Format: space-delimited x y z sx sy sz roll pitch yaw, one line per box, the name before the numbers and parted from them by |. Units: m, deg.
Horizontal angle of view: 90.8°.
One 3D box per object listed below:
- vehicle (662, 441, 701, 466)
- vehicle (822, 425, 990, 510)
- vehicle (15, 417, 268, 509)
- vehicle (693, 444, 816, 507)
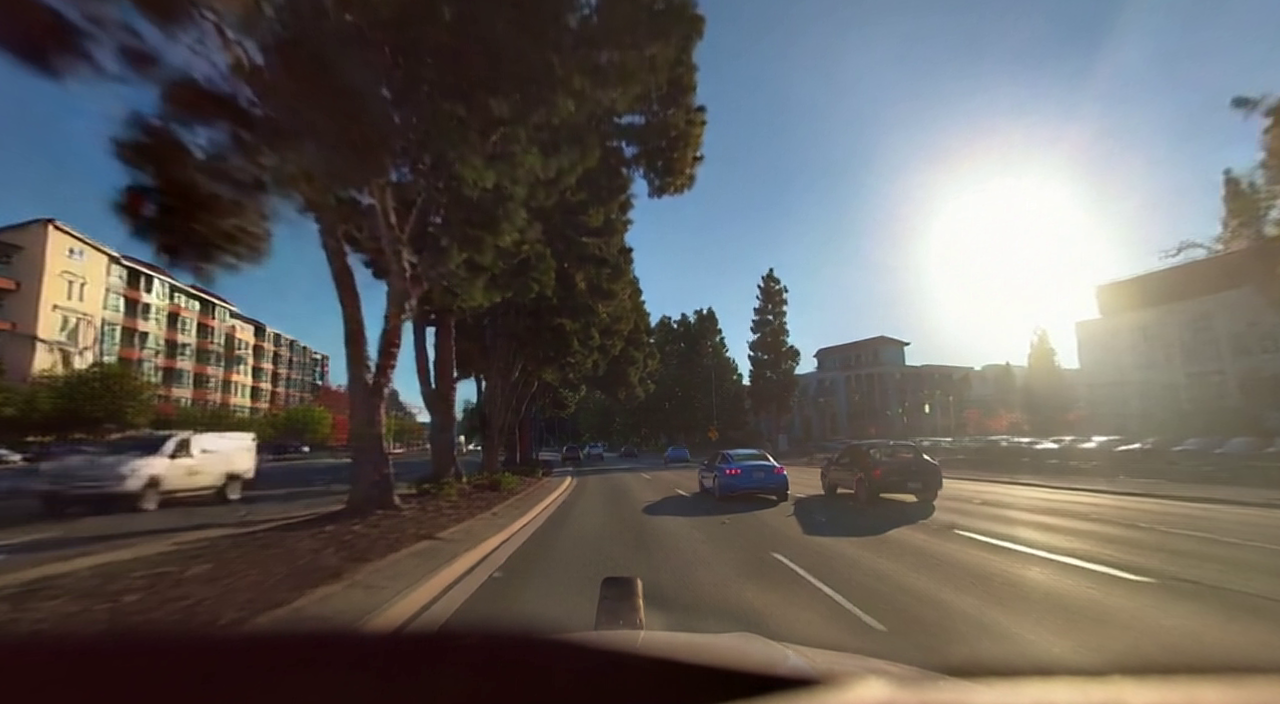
vehicle | 2.908 7.220 44.997 1.931 1.685 4.054 1 -9 -9
vehicle | 6.150 2.721 15.319 1.987 1.730 4.373 0 -9 -3
vehicle | -11.179 2.534 14.811 2.202 1.770 4.742 0 -9 -3
vehicle | 2.679 3.022 15.949 1.990 1.347 4.388 1 -9 -4
